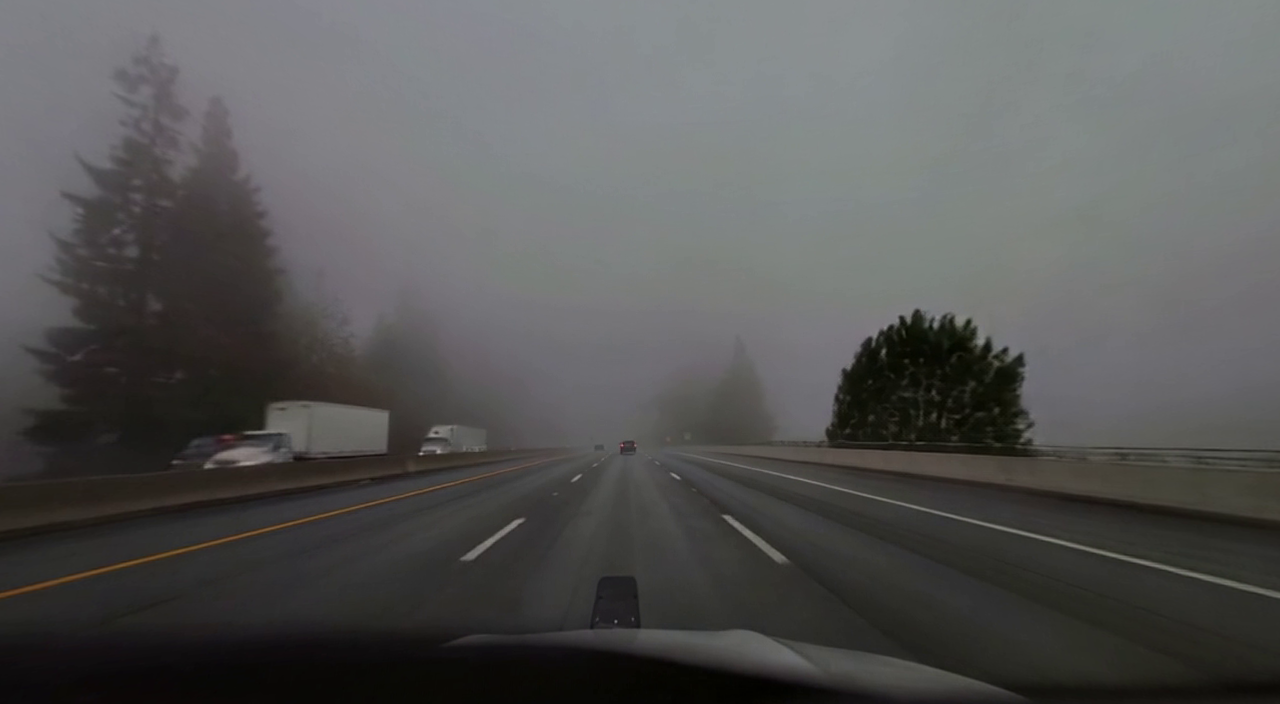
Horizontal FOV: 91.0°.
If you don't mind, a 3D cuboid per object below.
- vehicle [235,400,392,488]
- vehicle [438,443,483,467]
[{"bbox_3d":[-16.129,4.673,32.314,2.970,3.779,9.719,0,-8,-1],"label":"vehicle"},{"bbox_3d":[-12.255,7.036,43.186,1.875,1.470,4.357,0,-8,-1],"label":"vehicle"}]
